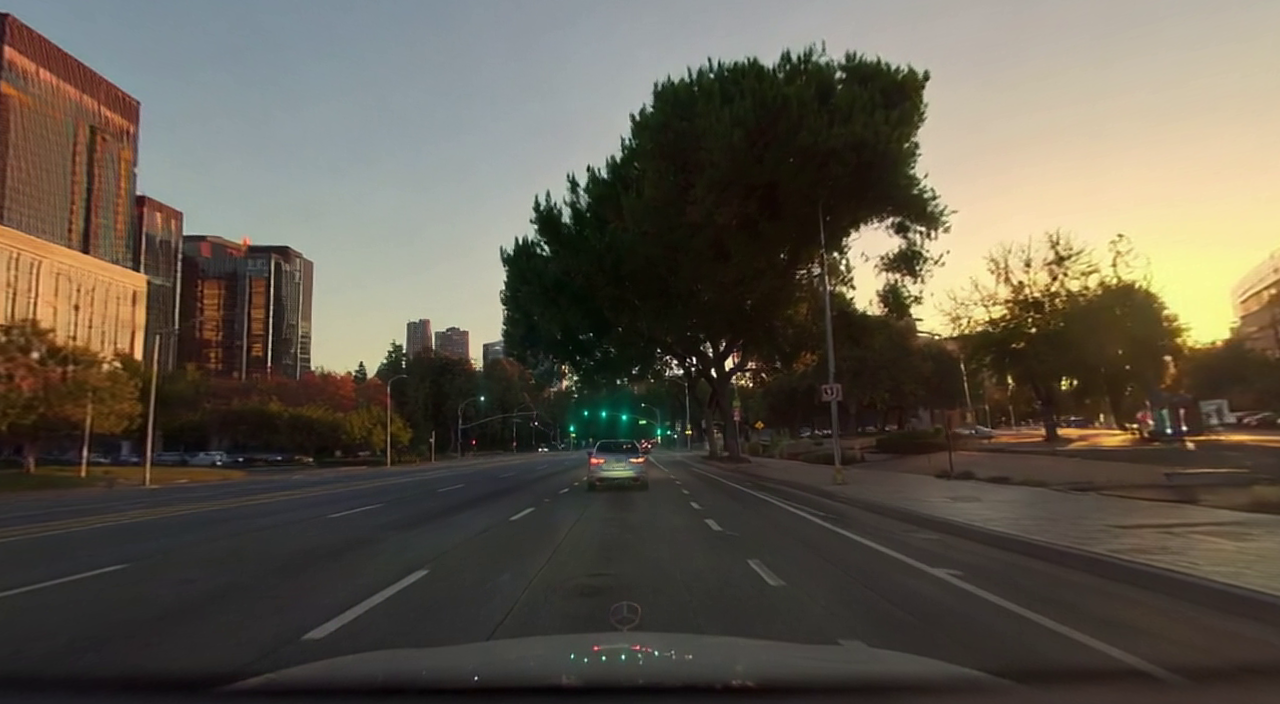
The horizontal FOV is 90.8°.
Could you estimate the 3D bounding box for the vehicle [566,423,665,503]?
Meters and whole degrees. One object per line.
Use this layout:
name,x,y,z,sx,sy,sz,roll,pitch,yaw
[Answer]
vehicle,-0.528,2.707,15.705,2.130,1.711,4.038,0,-9,0
